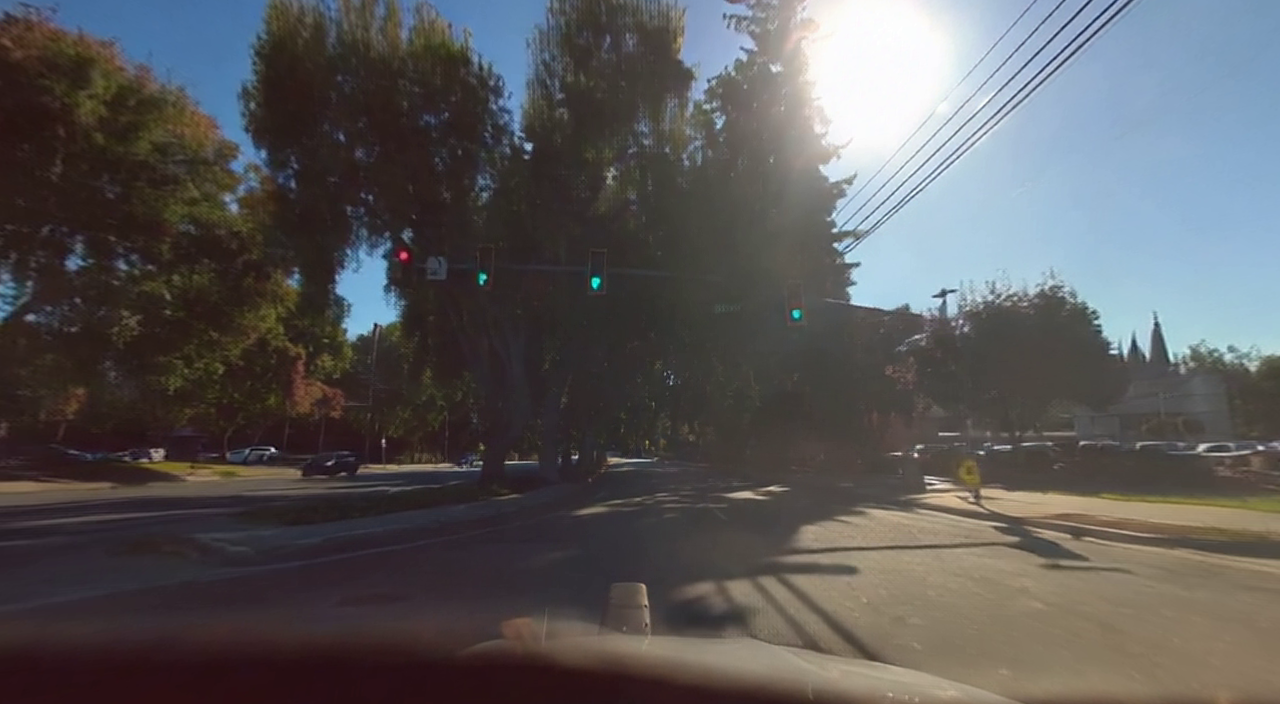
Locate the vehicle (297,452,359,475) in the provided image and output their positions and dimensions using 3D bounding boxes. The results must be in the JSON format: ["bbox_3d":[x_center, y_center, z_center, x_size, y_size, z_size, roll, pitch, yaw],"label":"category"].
[{"bbox_3d":[-21.925,7.820,44.490,1.885,1.479,4.675,0,-8,1],"label":"vehicle"}]
